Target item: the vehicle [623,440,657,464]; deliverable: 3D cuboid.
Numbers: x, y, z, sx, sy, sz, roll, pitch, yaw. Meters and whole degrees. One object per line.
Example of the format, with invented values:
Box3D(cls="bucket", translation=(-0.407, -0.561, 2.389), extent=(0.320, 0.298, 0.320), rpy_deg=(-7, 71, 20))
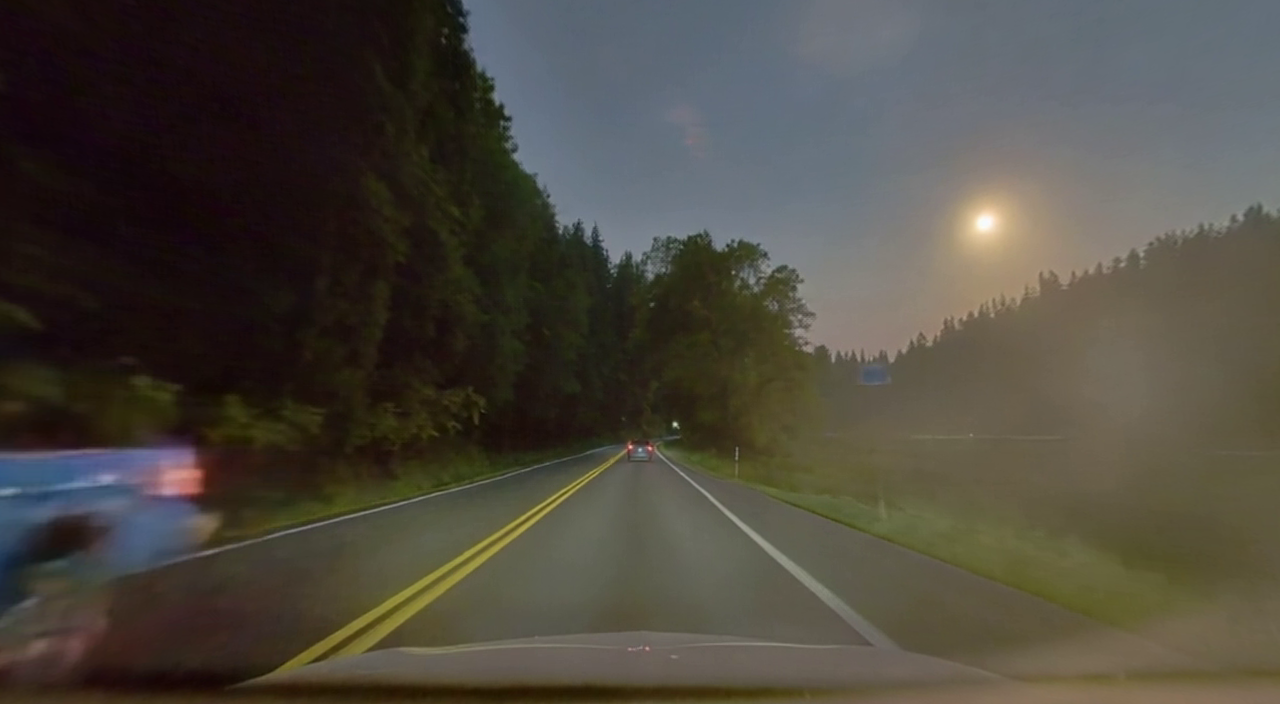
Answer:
Box3D(cls="vehicle", translation=(-0.007, 6.513, 41.348), extent=(2.120, 1.491, 4.349), rpy_deg=(0, -8, 0))
